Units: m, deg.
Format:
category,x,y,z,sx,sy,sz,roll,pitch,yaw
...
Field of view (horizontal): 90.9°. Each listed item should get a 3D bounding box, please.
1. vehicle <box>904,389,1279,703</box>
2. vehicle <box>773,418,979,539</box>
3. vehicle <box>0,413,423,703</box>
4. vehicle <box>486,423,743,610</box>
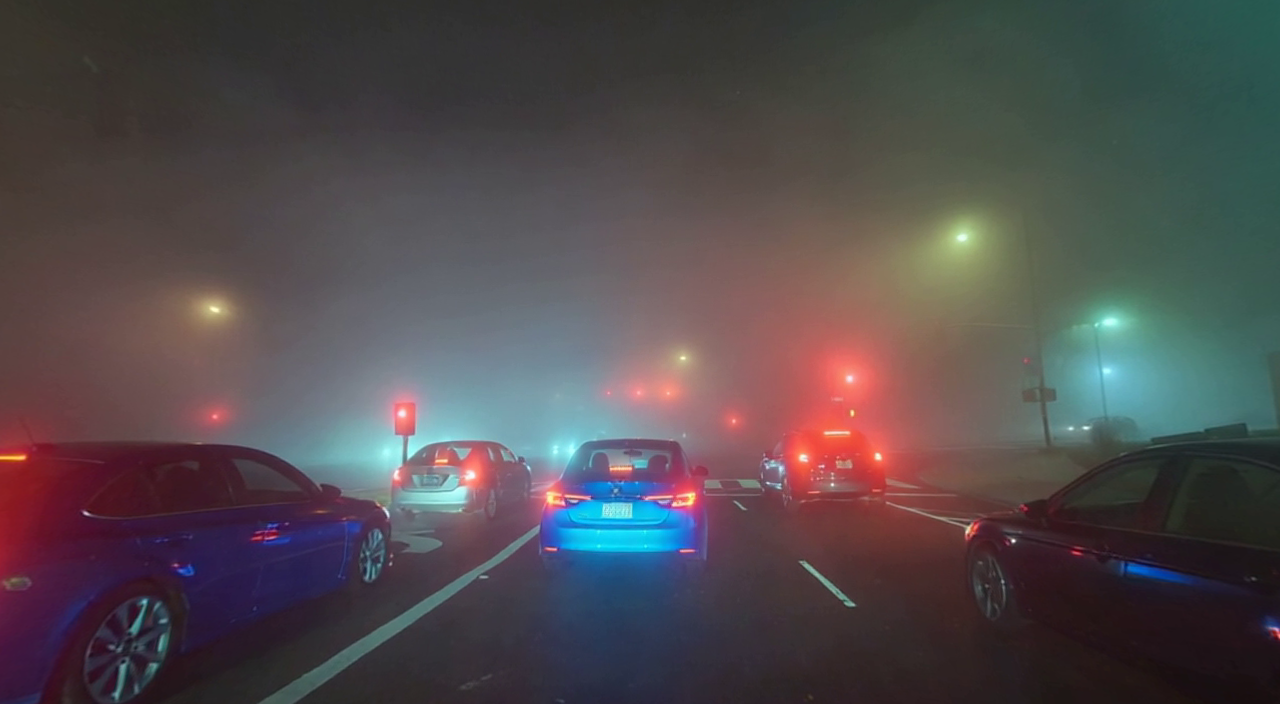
category,x,y,z,sx,sy,sz,roll,pitch,yaw
vehicle,3.416,1.072,3.561,1.981,1.499,4.536,0,-8,2
vehicle,3.768,2.097,11.019,2.007,1.683,4.171,0,-8,1
vehicle,-3.403,1.299,4.721,1.980,1.454,4.226,0,-8,1
vehicle,-0.192,1.622,7.124,2.059,1.477,3.988,0,-8,0
